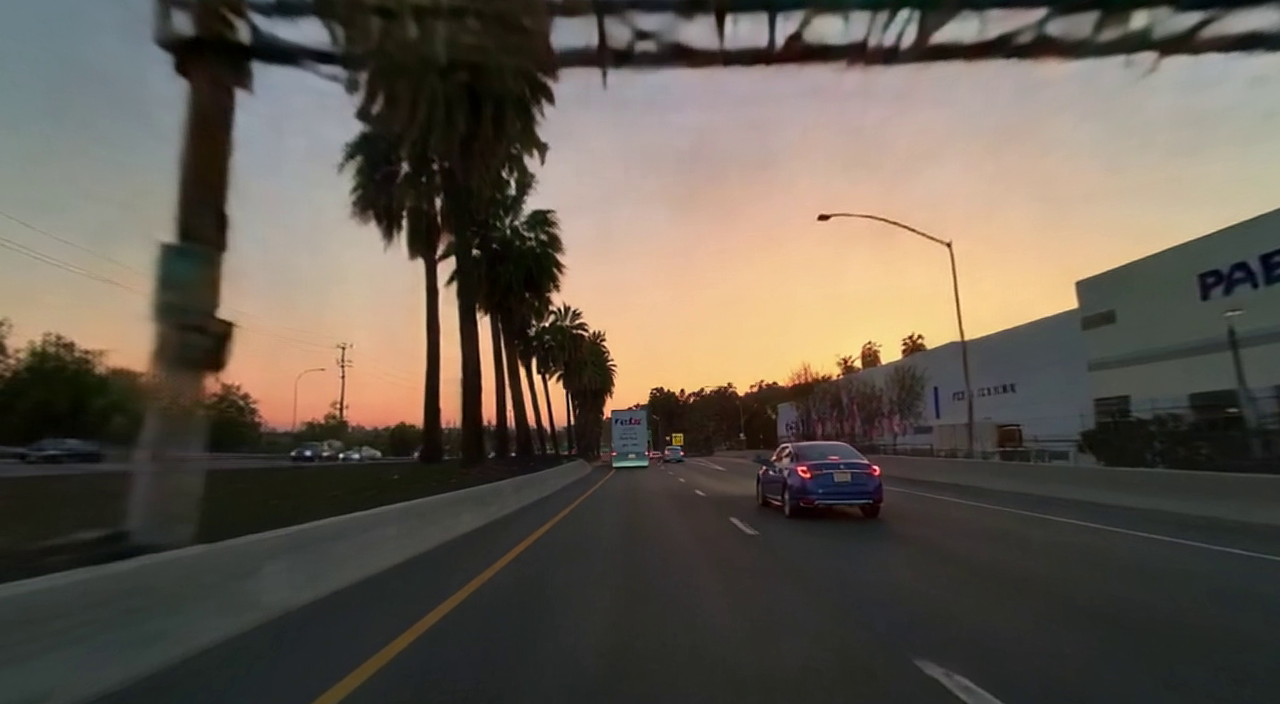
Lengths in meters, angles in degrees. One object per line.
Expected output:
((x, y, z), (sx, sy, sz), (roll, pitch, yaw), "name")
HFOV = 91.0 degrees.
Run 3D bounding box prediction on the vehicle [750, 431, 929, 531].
((3.526, 2.372, 12.114), (1.966, 1.558, 4.238), (0, -9, -1), "vehicle")
